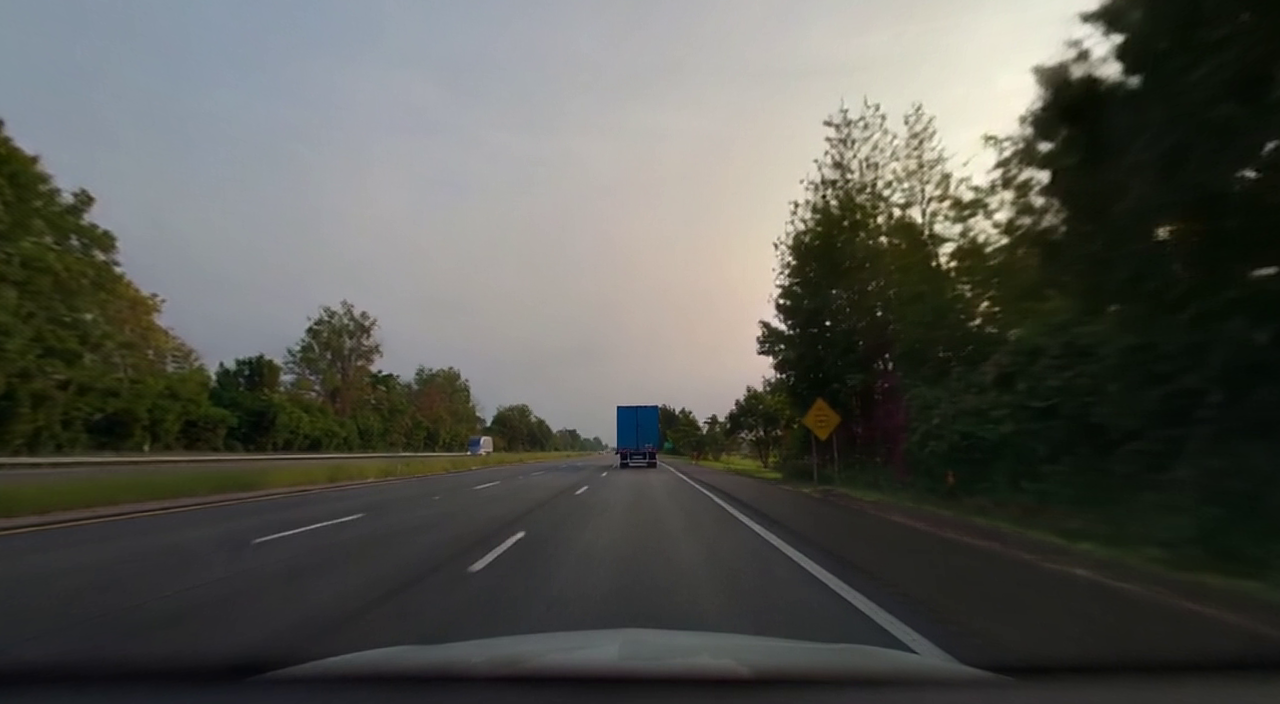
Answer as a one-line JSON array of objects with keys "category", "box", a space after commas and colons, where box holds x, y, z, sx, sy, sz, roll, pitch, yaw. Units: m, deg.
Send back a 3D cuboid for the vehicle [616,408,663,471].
[{"category": "vehicle", "box": [-0.083, 6.423, 45.700, 2.982, 3.947, 11.075, 0, -9, -1]}]
